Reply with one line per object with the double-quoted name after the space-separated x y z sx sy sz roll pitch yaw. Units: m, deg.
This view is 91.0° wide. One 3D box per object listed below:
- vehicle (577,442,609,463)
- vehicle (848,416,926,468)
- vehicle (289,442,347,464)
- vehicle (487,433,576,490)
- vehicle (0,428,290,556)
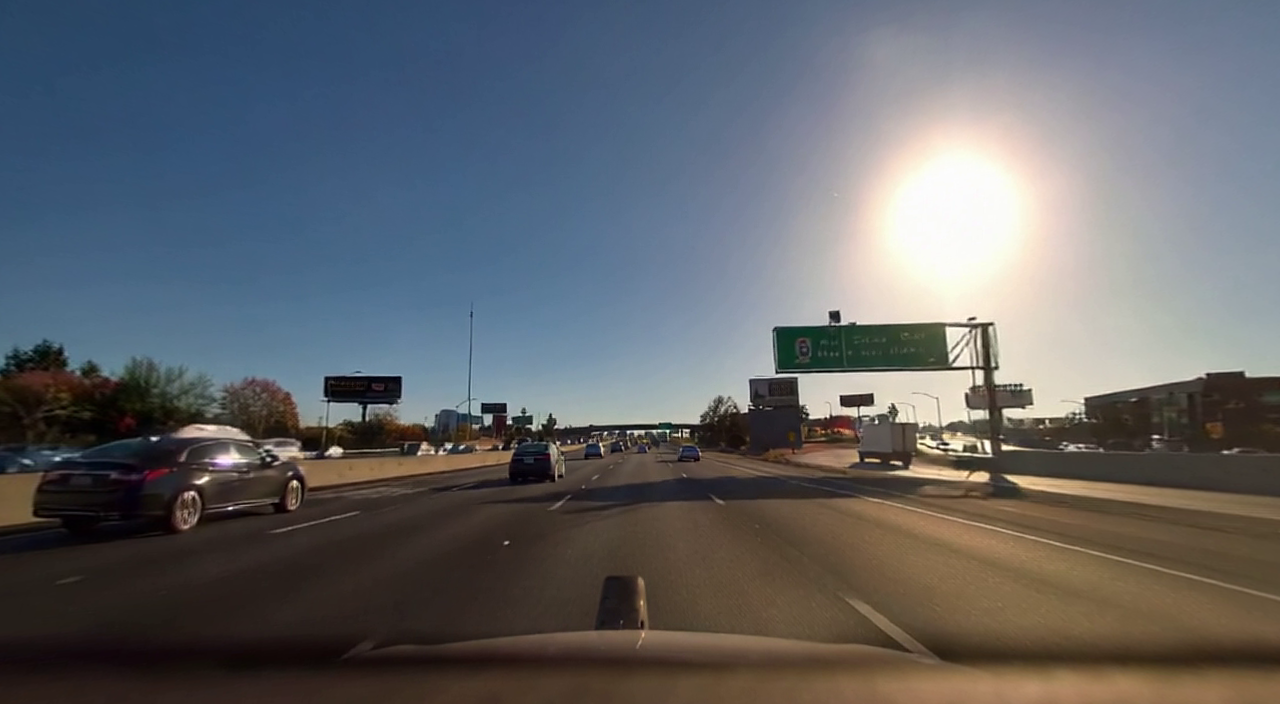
-3.356 7.308 45.914 1.960 1.494 4.123 0 -8 1 "vehicle"
18.564 6.879 48.003 2.958 3.538 8.761 0 -8 4 "vehicle"
-23.356 7.341 45.808 1.878 1.527 4.355 0 -8 0 "vehicle"
-3.285 3.414 19.905 2.001 1.577 4.055 0 -8 1 "vehicle"
-7.286 1.972 9.510 1.865 1.518 3.620 0 -8 0 "vehicle"
